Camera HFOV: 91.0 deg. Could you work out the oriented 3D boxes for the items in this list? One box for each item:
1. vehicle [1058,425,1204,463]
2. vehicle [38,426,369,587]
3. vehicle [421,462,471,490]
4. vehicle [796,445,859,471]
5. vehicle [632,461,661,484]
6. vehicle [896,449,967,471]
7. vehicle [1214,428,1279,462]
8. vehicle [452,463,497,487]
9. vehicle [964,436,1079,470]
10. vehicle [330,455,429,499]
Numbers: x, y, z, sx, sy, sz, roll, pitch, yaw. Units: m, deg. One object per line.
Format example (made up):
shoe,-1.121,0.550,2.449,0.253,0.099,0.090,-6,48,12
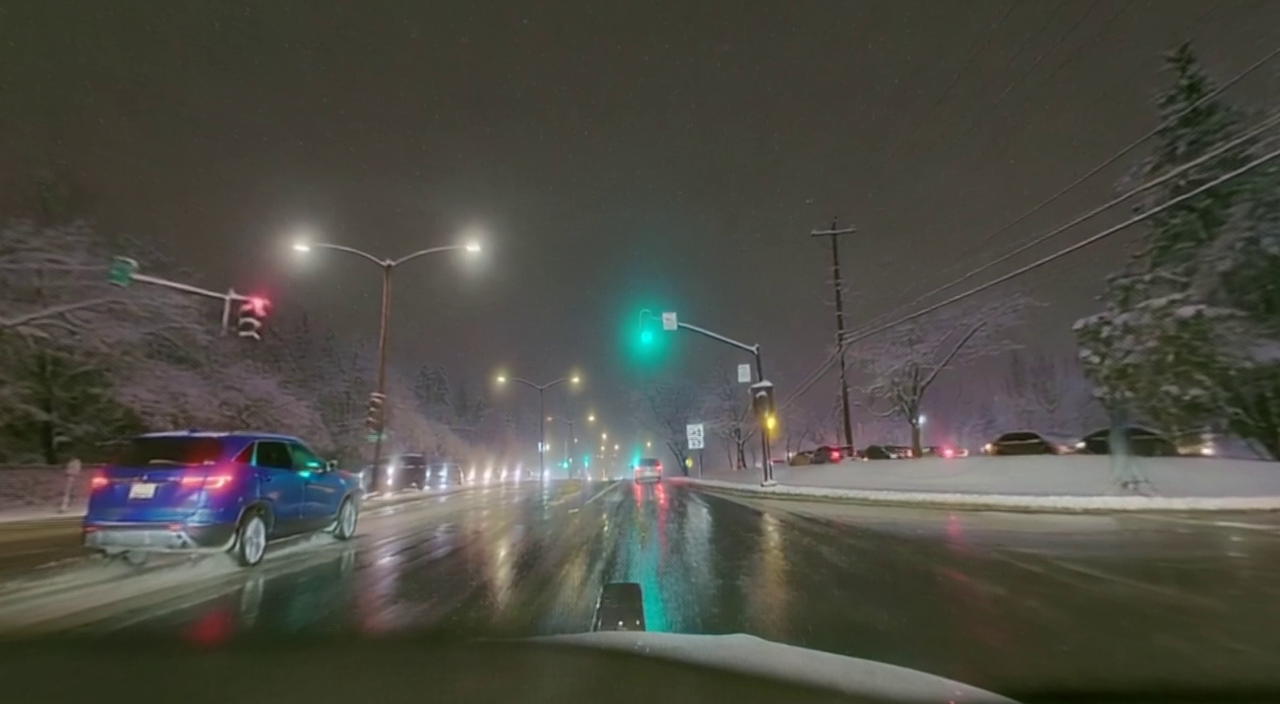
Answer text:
vehicle,21.027,3.981,27.204,1.876,1.465,4.500,4,-9,-26
vehicle,-6.181,2.166,9.767,2.027,1.908,4.273,0,-8,0
vehicle,-11.994,7.672,39.204,1.871,1.539,3.929,0,-8,0
vehicle,13.355,7.535,45.160,1.950,1.697,4.906,2,-9,-15
vehicle,0.439,8.913,46.753,2.091,1.494,3.962,0,-8,0
vehicle,21.792,8.149,47.377,1.933,1.487,5.136,1,-10,-14
vehicle,30.585,4.427,30.160,1.906,1.551,3.992,3,-10,-31
vehicle,-12.175,9.098,46.711,2.077,1.505,4.714,0,-8,0
vehicle,18.973,5.001,31.576,1.947,1.477,4.661,4,-7,-21
vehicle,-12.139,5.842,29.925,2.167,1.799,5.682,0,-8,1
